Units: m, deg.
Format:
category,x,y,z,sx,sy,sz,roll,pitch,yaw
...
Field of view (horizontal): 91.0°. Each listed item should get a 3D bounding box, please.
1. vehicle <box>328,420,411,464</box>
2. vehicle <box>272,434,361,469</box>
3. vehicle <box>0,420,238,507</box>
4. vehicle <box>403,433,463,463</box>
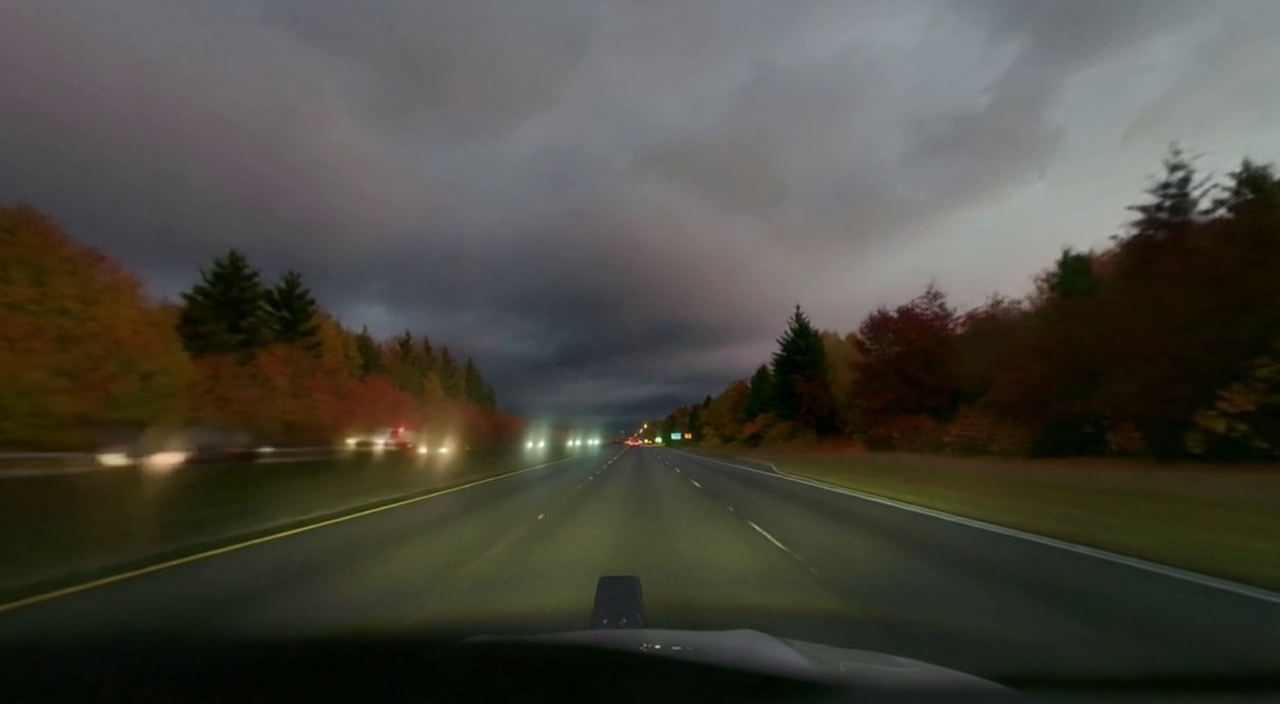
category,x,y,z,sx,sy,sz,roll,pitch,yaw
vehicle,-15.030,5.056,35.323,2.385,2.253,4.845,0,-8,1
vehicle,-14.995,4.625,29.434,1.818,1.470,4.393,0,-8,0
vehicle,-11.365,2.342,13.707,1.969,1.544,4.758,0,-8,1
vehicle,-11.521,5.351,35.254,1.959,1.551,4.049,0,-8,0
